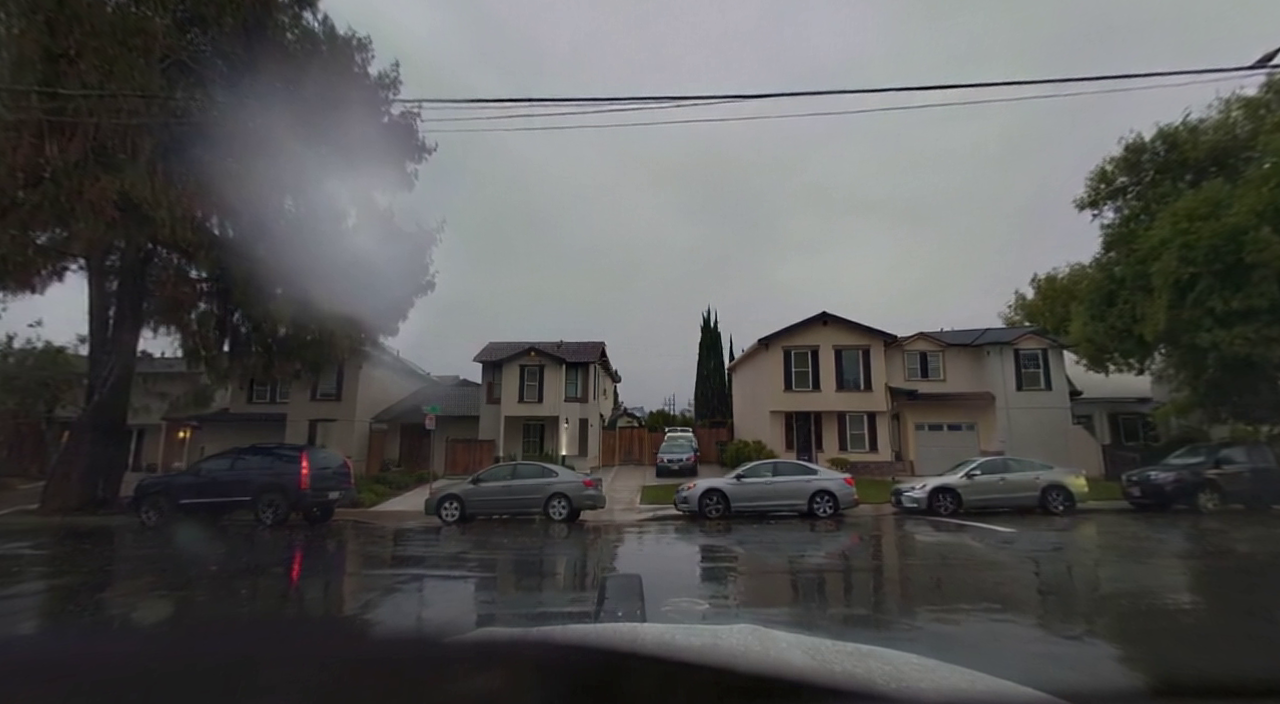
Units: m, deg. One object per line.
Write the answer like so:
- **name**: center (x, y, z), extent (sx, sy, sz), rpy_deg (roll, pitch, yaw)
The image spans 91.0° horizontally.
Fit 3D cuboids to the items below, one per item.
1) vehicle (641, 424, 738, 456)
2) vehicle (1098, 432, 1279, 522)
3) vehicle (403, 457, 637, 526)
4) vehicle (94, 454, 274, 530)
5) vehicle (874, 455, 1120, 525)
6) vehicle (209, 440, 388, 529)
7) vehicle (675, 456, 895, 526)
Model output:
- **vehicle**: center (2.349, 4.325, 30.928), extent (4.565, 1.479, 1.775), rpy_deg (0, -9, -2)
- **vehicle**: center (14.495, 2.992, 15.459), extent (4.513, 1.970, 2.512), rpy_deg (0, -8, -4)
- **vehicle**: center (-2.607, 3.211, 14.680), extent (5.075, 1.436, 1.863), rpy_deg (0, -8, 0)
- **vehicle**: center (-11.627, 3.543, 16.464), extent (1.827, 1.648, 4.030), rpy_deg (1, -9, -4)
- **vehicle**: center (8.324, 3.205, 14.942), extent (4.785, 1.471, 1.798), rpy_deg (1, -8, -4)
- **vehicle**: center (-8.636, 3.335, 16.540), extent (2.046, 1.969, 4.585), rpy_deg (0, -9, 1)
- **vehicle**: center (3.184, 3.170, 14.594), extent (4.663, 1.452, 1.801), rpy_deg (0, -8, 0)
